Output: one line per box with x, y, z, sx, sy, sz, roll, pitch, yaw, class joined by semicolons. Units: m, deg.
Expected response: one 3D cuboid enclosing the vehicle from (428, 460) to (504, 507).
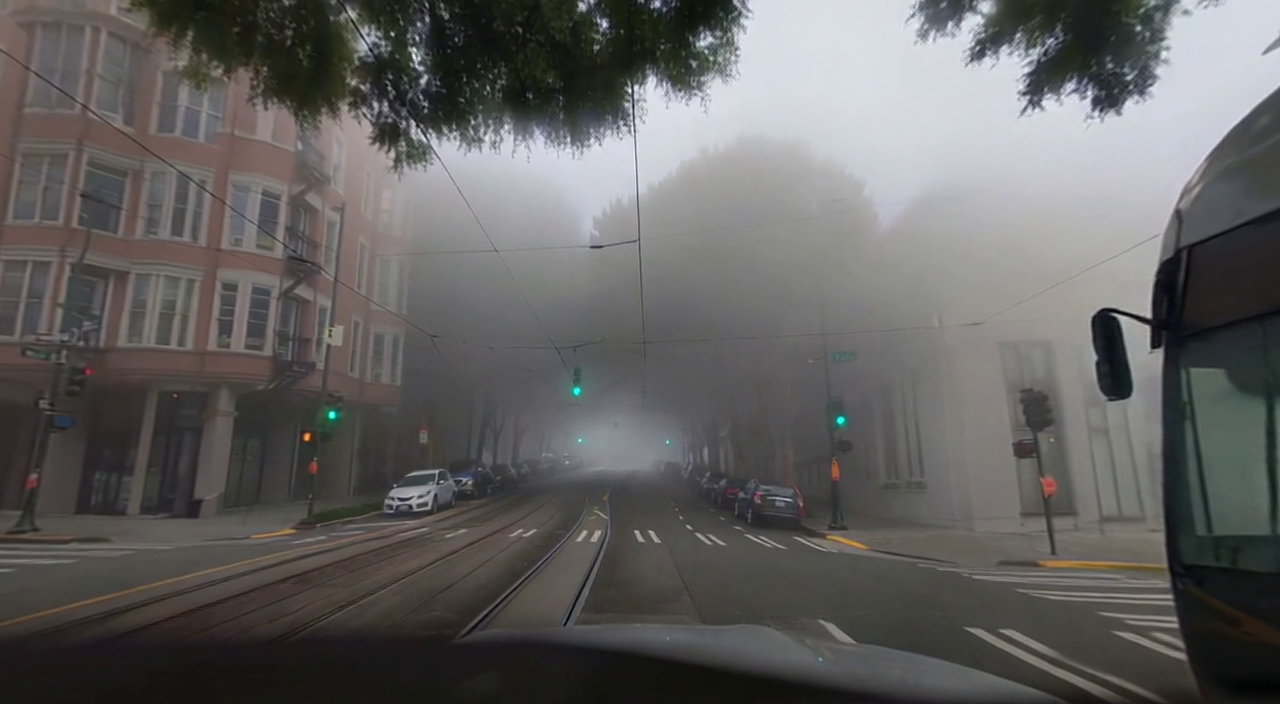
-7.405;5.620;27.390;1.861;1.751;4.550;1;-9;2;vehicle

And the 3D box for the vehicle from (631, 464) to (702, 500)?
1.304;6.590;32.217;1.984;1.571;3.404;5;-10;-33;vehicle

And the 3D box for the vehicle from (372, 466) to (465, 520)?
-7.414;4.802;21.603;1.779;1.588;3.953;2;-12;-2;vehicle

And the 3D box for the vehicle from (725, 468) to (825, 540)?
3.849;4.415;18.828;1.929;1.723;4.134;0;-8;-2;vehicle
